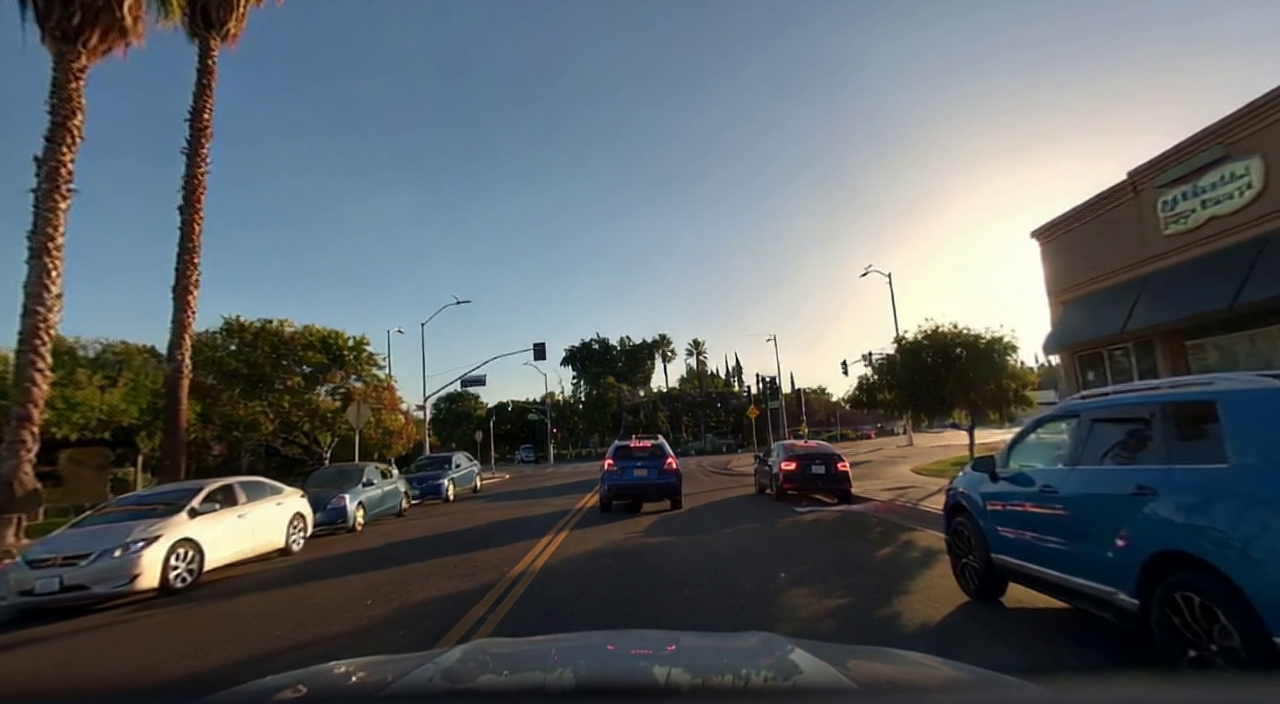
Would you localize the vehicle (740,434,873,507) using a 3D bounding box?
[{"bbox_3d":[3.607,2.635,14.584,1.821,1.417,4.454,0,-8,0],"label":"vehicle"}]

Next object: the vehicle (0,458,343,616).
[{"bbox_3d":[-6.141,2.270,8.726,1.850,1.482,4.454,0,-8,1],"label":"vehicle"}]

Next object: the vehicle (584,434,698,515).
[{"bbox_3d":[-0.006,2.511,13.520,2.060,1.452,4.078,0,-8,-1],"label":"vehicle"}]

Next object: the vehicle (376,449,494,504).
[{"bbox_3d":[-6.344,3.887,20.174,2.105,1.469,4.693,0,-8,1],"label":"vehicle"}]

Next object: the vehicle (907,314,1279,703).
[{"bbox_3d":[3.632,0.895,3.525,2.099,1.786,5.198,0,-8,1],"label":"vehicle"}]
